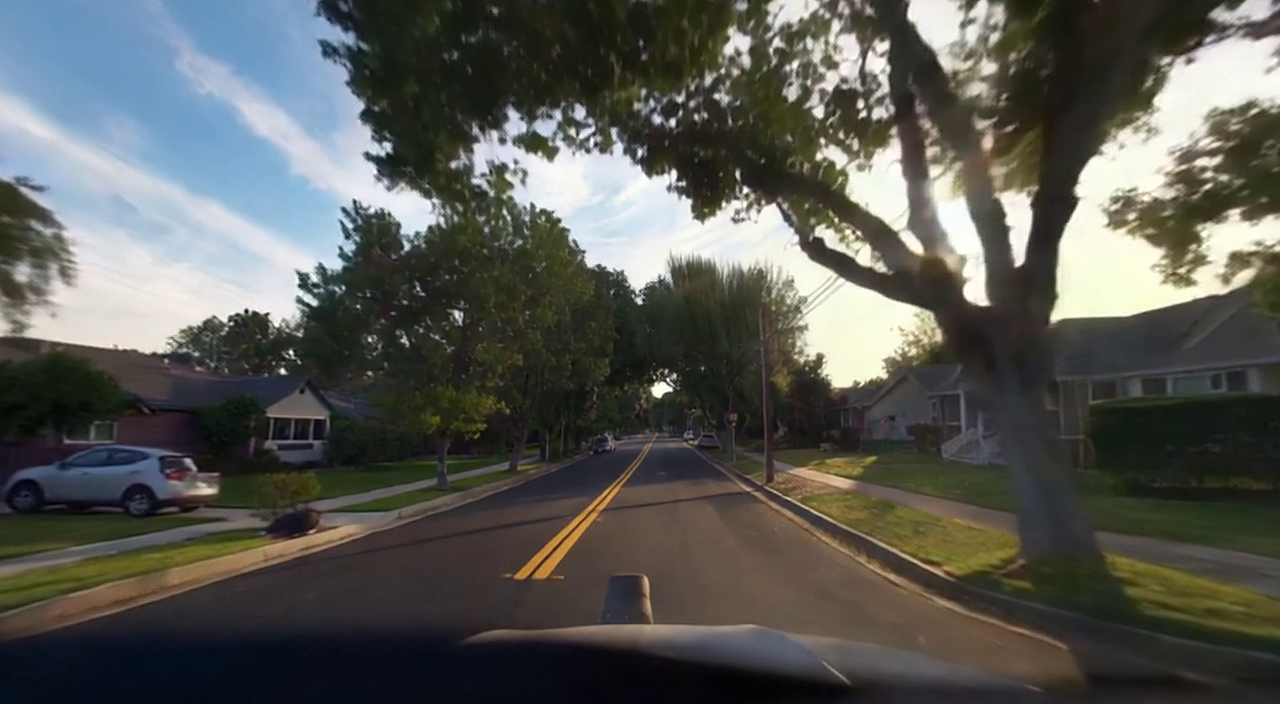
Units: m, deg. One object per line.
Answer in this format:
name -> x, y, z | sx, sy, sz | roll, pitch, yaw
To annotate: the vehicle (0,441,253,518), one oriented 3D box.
vehicle -> -11.157, 2.635, 13.379 | 4.659, 1.464, 1.930 | 0, -8, 3
